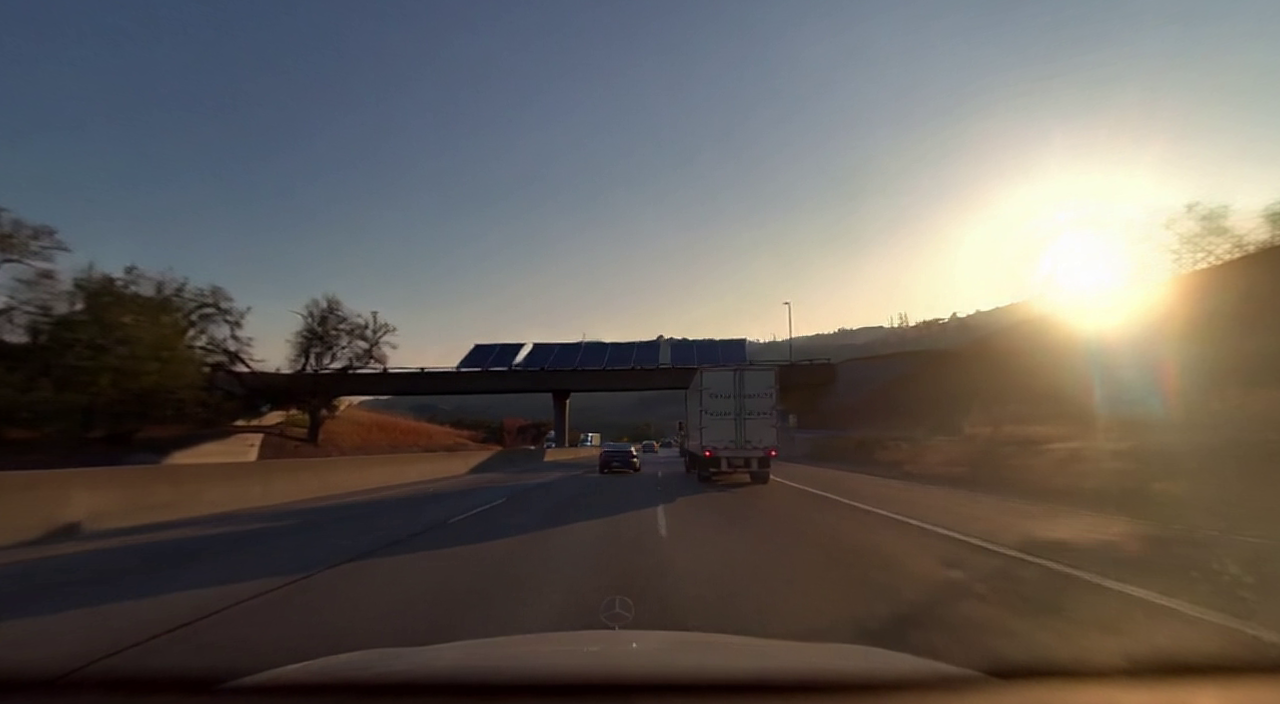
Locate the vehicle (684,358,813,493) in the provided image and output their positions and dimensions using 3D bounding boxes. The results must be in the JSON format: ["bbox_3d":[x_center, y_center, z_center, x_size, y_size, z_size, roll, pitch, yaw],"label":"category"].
[{"bbox_3d":[3.261,2.690,22.004,2.967,3.633,10.015,-1,-8,2],"label":"vehicle"}]

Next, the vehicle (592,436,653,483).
[{"bbox_3d":[-0.567,4.065,24.106,2.066,1.581,4.268,-1,-8,2],"label":"vehicle"}]
